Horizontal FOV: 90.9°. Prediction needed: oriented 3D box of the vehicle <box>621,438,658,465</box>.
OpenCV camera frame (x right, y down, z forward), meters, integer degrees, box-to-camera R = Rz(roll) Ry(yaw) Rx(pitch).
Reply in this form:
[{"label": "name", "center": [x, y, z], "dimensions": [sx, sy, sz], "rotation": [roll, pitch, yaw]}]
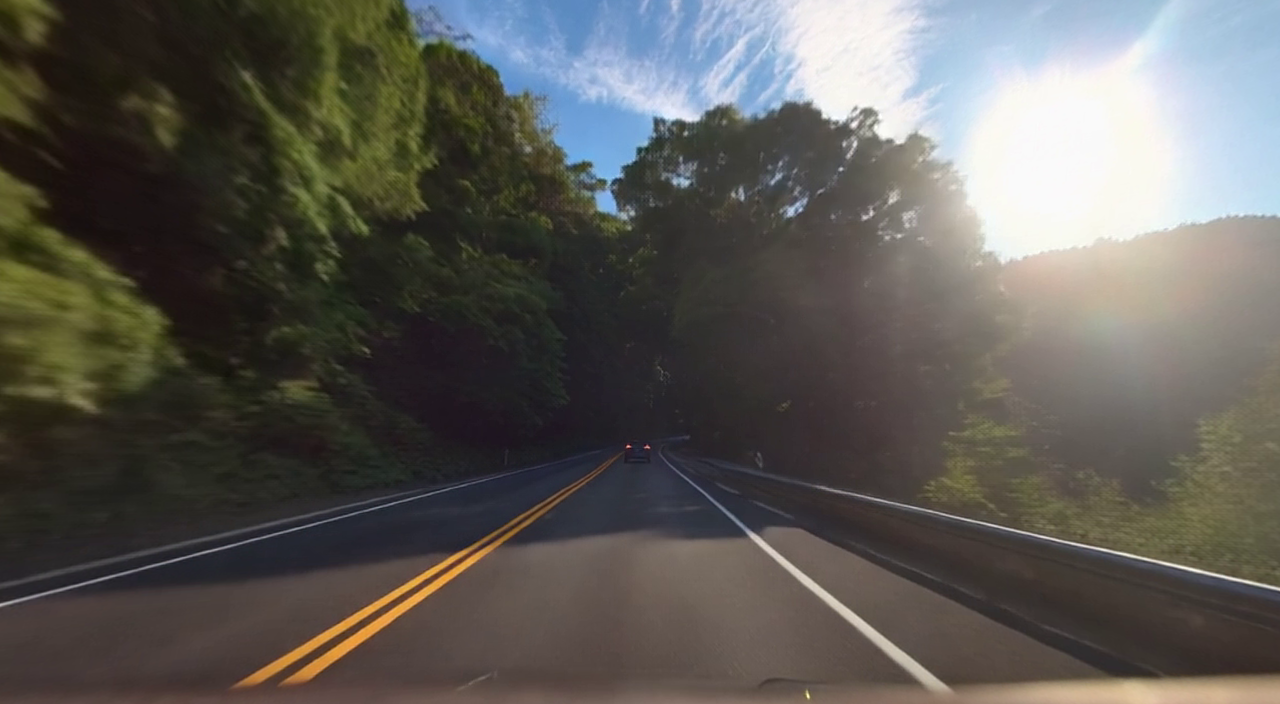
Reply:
[{"label": "vehicle", "center": [-0.002, 6.021, 38.243], "dimensions": [2.120, 1.491, 4.349], "rotation": [0, -8, 0]}]
